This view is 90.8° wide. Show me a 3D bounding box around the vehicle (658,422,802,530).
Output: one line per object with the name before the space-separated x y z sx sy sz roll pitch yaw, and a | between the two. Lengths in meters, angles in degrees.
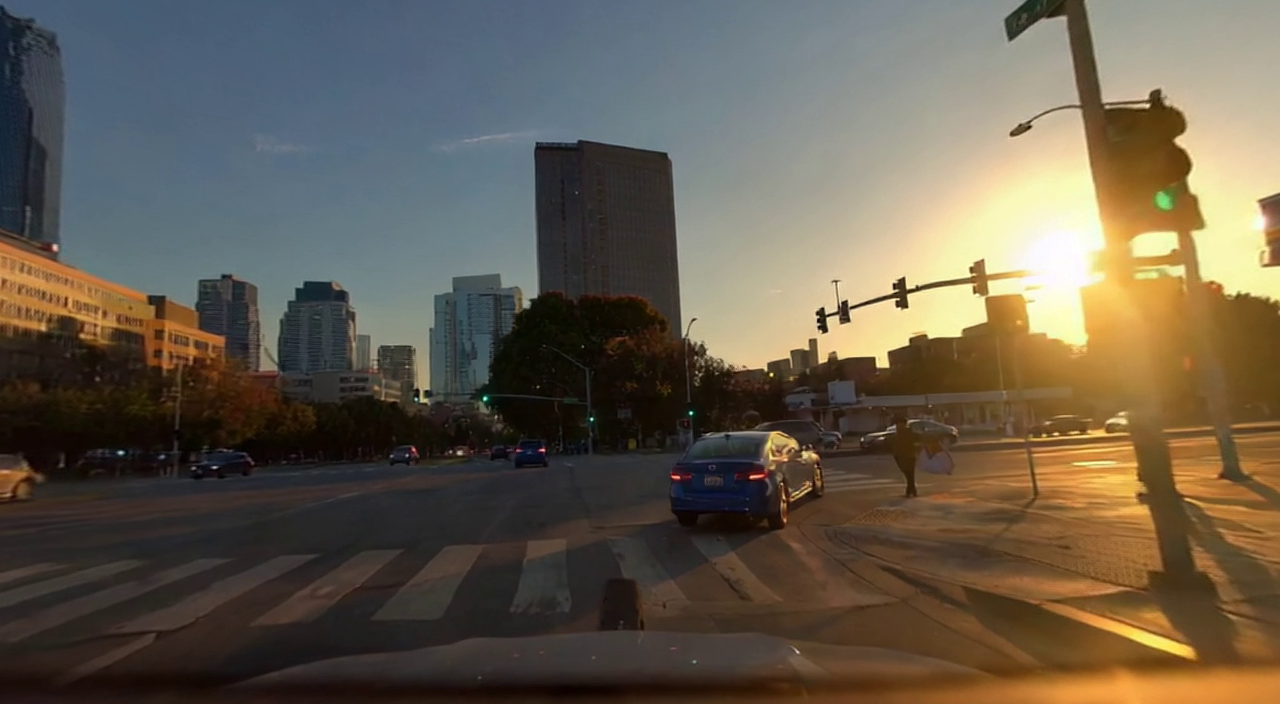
vehicle | 1.777 2.042 11.065 1.976 1.462 4.342 -2 -8 15

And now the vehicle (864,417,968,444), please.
vehicle | 14.586 4.179 33.488 4.700 1.417 1.789 1 -8 -7

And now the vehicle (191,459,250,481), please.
vehicle | -32.776 9.186 49.515 1.894 1.480 4.710 1 -8 -7

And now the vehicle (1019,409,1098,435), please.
vehicle | 27.230 4.567 41.137 3.923 1.619 1.817 1 -8 -8

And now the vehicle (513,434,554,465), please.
vehicle | -6.369 5.886 38.193 2.210 1.722 4.215 1 -8 -7
